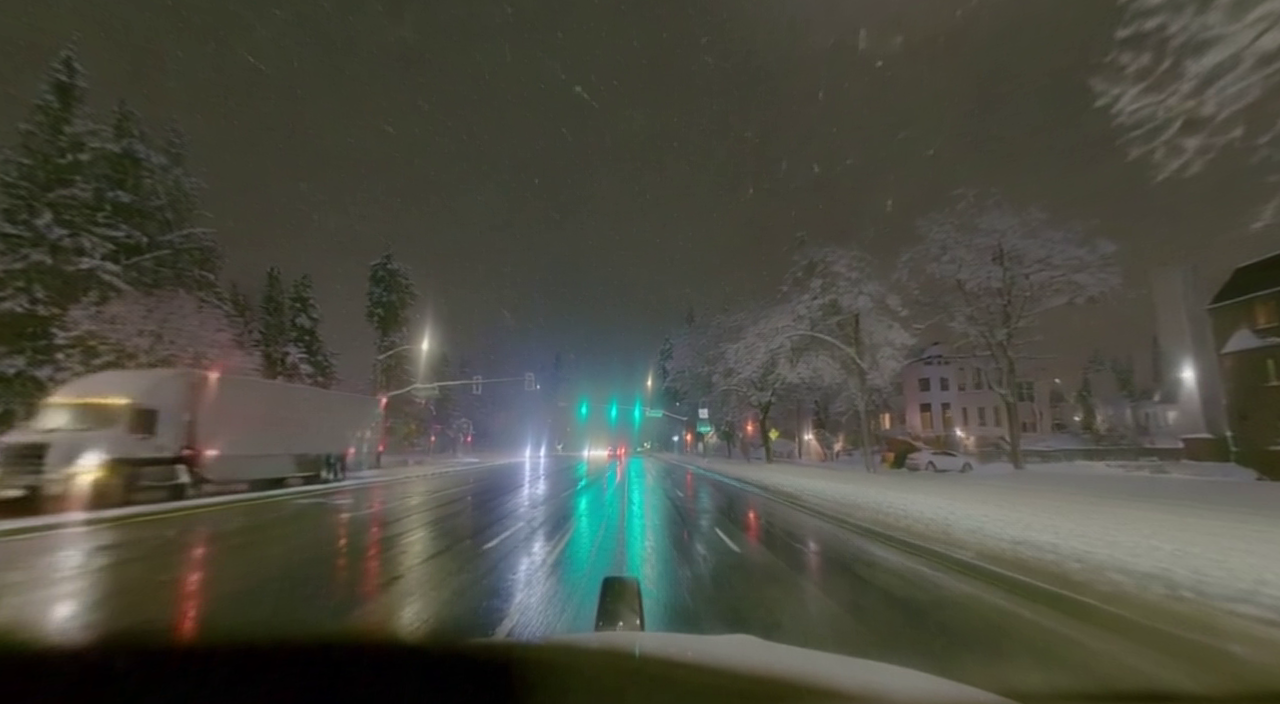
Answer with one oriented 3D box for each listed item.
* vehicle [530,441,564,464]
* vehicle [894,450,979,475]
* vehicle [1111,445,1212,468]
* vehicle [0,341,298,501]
[{"bbox_3d":[-7.075,7.721,48.522,1.946,1.680,4.203,0,-9,0],"label":"vehicle"},{"bbox_3d":[18.316,6.860,39.251,4.455,1.475,1.971,-2,-9,14],"label":"vehicle"},{"bbox_3d":[34.230,6.851,41.597,4.593,1.460,1.926,-3,-9,16],"label":"vehicle"},{"bbox_3d":[-15.165,2.367,20.254,3.193,3.952,9.170,0,-9,0],"label":"vehicle"}]
